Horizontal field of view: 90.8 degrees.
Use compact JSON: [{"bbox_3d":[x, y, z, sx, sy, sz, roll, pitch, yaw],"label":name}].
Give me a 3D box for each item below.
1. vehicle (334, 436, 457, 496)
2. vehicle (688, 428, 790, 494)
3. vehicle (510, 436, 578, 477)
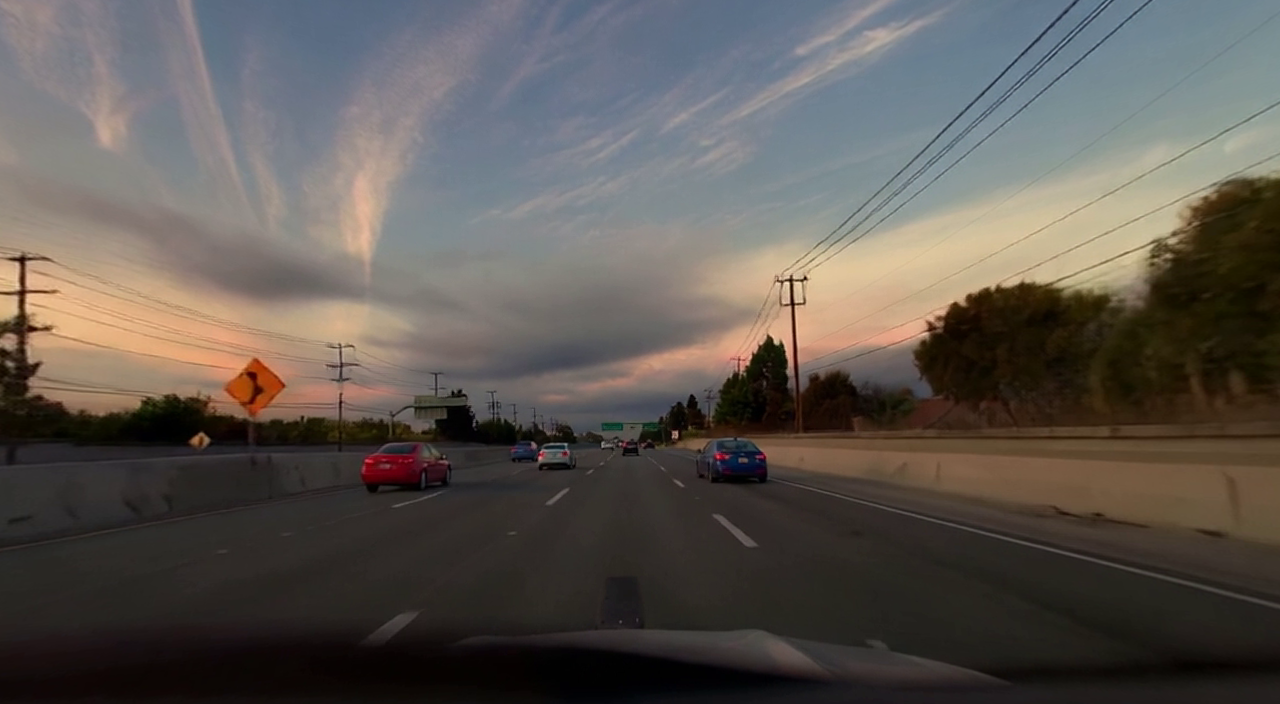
[{"bbox_3d":[-6.756,3.179,18.019,1.903,1.482,4.180,0,-8,-1],"label":"vehicle"},{"bbox_3d":[2.689,3.099,18.337,2.100,1.659,4.387,0,-8,-2],"label":"vehicle"},{"bbox_3d":[-3.804,4.210,25.758,2.066,1.488,4.377,0,-8,0],"label":"vehicle"}]
